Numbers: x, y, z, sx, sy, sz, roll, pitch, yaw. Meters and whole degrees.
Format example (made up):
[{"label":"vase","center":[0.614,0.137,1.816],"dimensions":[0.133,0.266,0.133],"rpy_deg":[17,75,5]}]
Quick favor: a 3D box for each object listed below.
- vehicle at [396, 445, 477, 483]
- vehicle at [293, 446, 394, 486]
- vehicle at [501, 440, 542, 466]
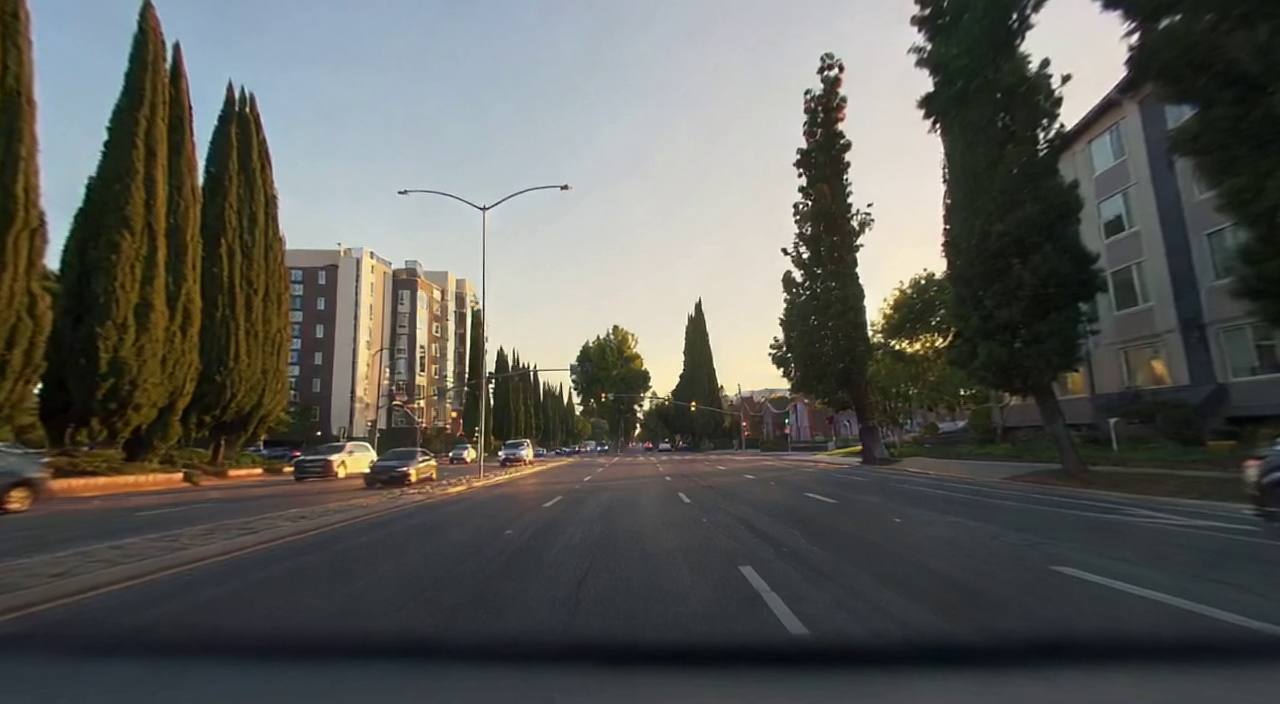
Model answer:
[{"label":"vehicle","center":[-8.468,4.664,26.707],"dimensions":[1.899,1.465,4.443],"rpy_deg":[0,-8,0]},{"label":"vehicle","center":[-12.075,4.636,26.117],"dimensions":[1.969,1.490,4.488],"rpy_deg":[0,-8,0]},{"label":"vehicle","center":[-8.614,7.373,46.291],"dimensions":[2.131,1.836,4.670],"rpy_deg":[0,-8,0]}]
